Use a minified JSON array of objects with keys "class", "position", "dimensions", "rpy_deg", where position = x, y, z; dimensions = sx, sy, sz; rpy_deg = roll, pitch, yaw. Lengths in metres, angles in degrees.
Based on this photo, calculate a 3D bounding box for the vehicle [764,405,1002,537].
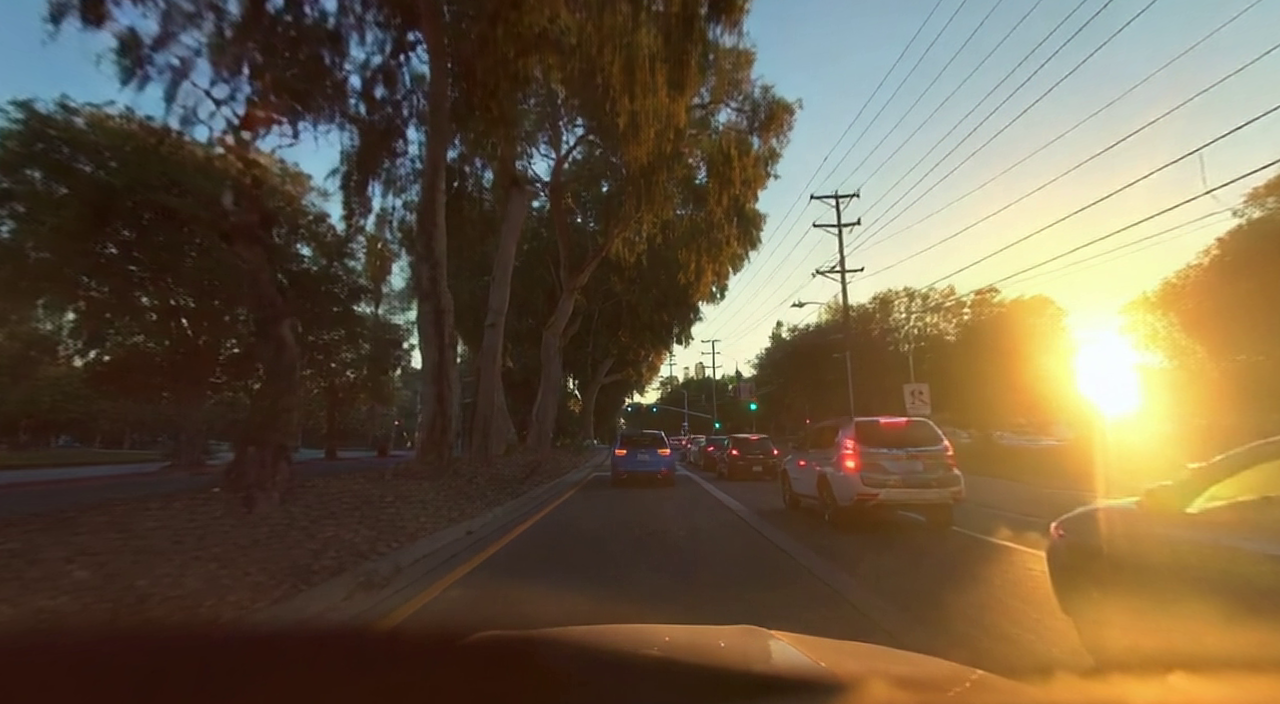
[{"class":"vehicle","position":[3.929,2.048,11.465],"dimensions":[2.254,1.840,4.918],"rpy_deg":[0,-8,-1]}]

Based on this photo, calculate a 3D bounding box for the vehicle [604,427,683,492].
[{"class":"vehicle","position":[0.080,3.286,19.589],"dimensions":[2.163,1.746,4.073],"rpy_deg":[-1,-8,0]}]

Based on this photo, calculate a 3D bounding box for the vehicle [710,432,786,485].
[{"class":"vehicle","position":[3.612,3.641,21.853],"dimensions":[1.923,1.653,3.703],"rpy_deg":[-1,-8,0]}]

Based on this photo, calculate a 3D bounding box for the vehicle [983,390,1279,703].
[{"class":"vehicle","position":[3.704,0.935,2.831],"dimensions":[1.881,1.512,4.294],"rpy_deg":[-1,-8,0]}]
